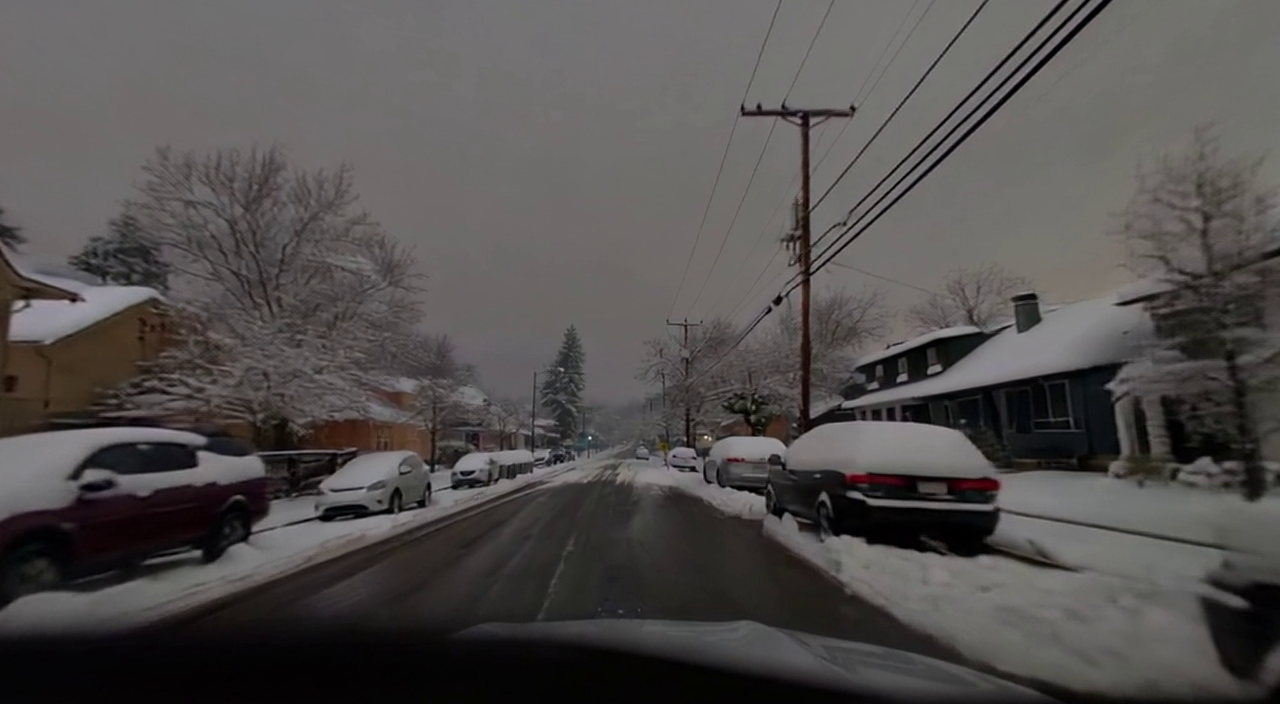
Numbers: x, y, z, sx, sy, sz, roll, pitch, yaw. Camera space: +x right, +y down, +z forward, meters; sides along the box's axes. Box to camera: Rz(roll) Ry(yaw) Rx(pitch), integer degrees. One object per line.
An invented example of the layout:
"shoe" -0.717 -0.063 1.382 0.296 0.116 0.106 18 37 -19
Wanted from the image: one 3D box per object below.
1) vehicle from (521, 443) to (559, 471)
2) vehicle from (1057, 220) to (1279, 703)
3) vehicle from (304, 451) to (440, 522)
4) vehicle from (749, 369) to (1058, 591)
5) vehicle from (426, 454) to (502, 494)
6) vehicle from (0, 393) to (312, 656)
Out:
"vehicle" -7.437 7.821 47.364 2.183 1.972 4.817 0 -8 -2
"vehicle" 3.237 0.362 0.292 2.237 2.071 5.332 0 -8 -2
"vehicle" -6.641 3.338 16.305 1.866 1.474 4.753 0 -8 -6
"vehicle" 3.126 1.650 8.907 2.295 2.279 4.578 0 -8 0
"vehicle" -6.857 4.754 25.074 1.958 1.359 4.357 0 -8 -3
"vehicle" -5.972 1.655 7.173 2.059 1.969 4.925 0 -8 -3
